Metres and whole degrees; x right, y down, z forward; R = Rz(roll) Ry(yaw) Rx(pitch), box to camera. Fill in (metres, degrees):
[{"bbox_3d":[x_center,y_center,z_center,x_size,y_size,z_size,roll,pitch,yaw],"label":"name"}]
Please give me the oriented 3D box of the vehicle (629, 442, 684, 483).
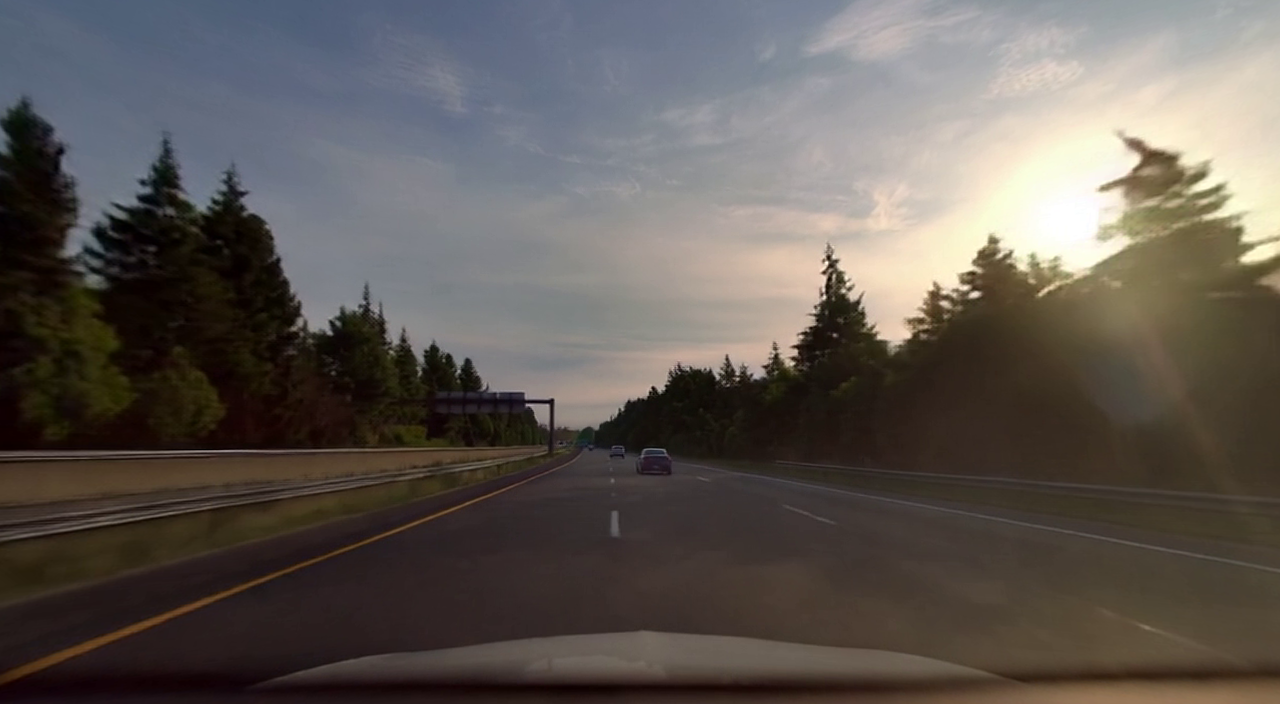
[{"bbox_3d":[0.620,4.645,26.792,2.011,1.590,3.607,0,-9,-4],"label":"vehicle"}]
